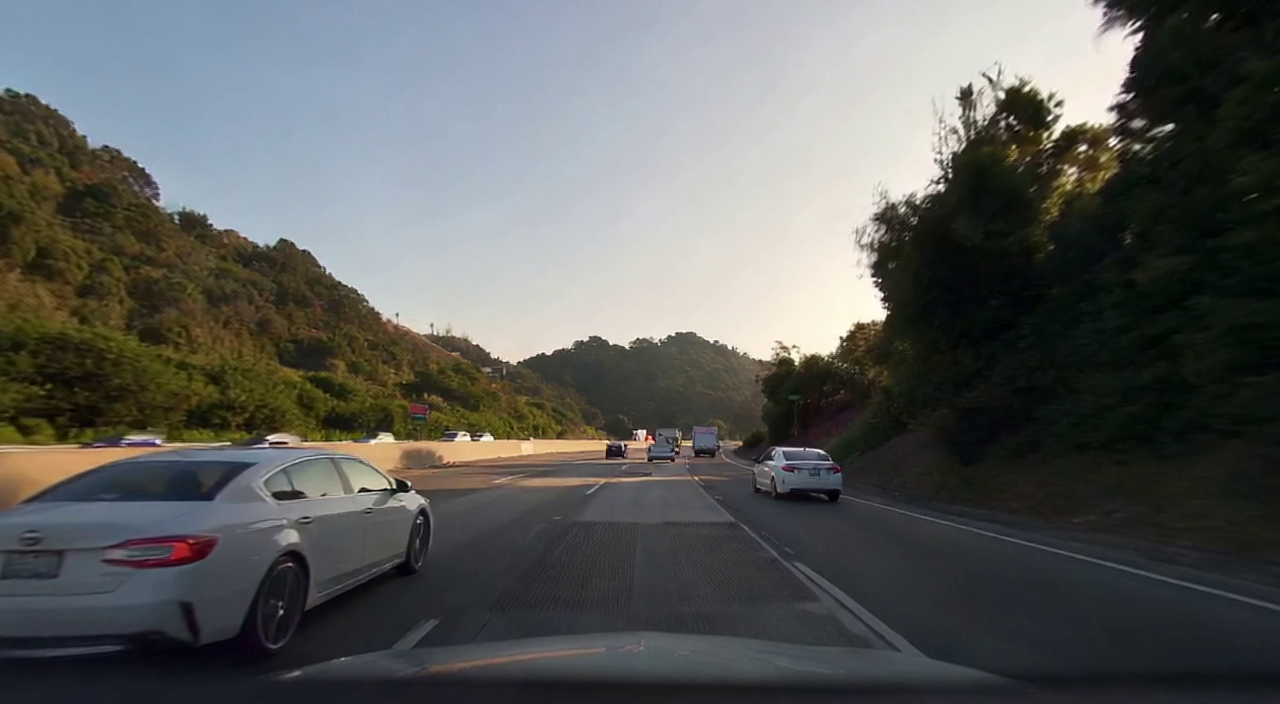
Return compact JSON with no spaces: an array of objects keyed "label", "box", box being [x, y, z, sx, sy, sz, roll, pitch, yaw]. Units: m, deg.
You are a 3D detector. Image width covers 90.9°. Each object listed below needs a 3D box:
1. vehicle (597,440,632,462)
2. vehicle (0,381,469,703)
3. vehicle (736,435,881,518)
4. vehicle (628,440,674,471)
[{"label":"vehicle","box":[-1.726,6.987,44.581,2.010,1.482,4.230,-1,-8,4]},{"label":"vehicle","box":[-2.833,1.161,4.028,2.031,1.491,4.792,0,-8,1]},{"label":"vehicle","box":[3.433,2.609,13.798,2.013,1.464,4.317,1,-8,1]},{"label":"vehicle","box":[0.610,5.298,32.398,2.202,1.467,3.929,-1,-8,2]}]
